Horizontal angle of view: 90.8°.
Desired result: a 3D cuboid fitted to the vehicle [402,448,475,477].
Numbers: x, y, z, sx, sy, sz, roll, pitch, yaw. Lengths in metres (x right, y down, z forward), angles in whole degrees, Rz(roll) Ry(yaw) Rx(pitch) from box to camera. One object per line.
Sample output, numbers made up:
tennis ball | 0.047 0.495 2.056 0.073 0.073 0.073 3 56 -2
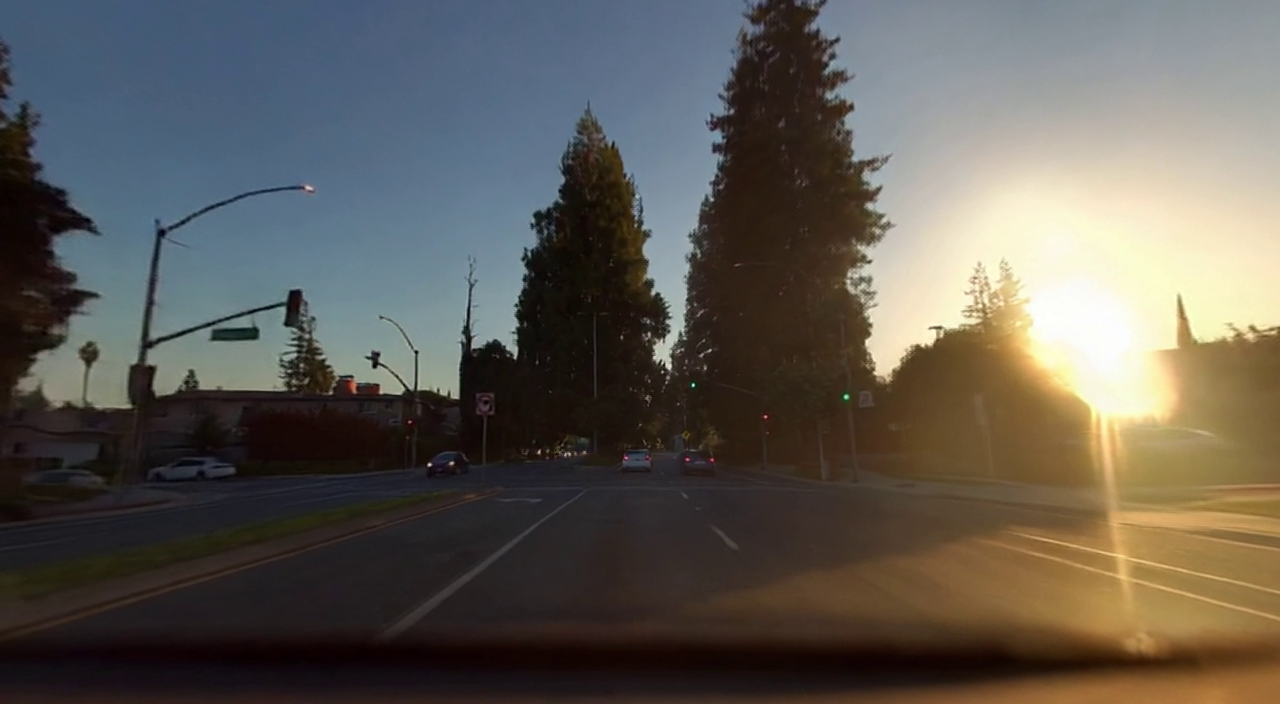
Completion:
vehicle | -14.574 7.955 46.014 2.188 1.940 5.008 -4 -9 26

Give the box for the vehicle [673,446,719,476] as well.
vehicle | 3.017 5.973 34.936 2.057 1.496 4.401 0 -8 -2

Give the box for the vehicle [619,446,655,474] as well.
vehicle | -0.180 6.323 37.269 2.018 1.511 3.993 0 -8 -1

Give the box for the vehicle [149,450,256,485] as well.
vehicle | -25.146 6.651 36.429 4.634 1.840 2.025 -1 -10 1

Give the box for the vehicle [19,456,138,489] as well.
vehicle | -32.046 6.876 36.161 4.707 1.747 2.130 0 -8 1
